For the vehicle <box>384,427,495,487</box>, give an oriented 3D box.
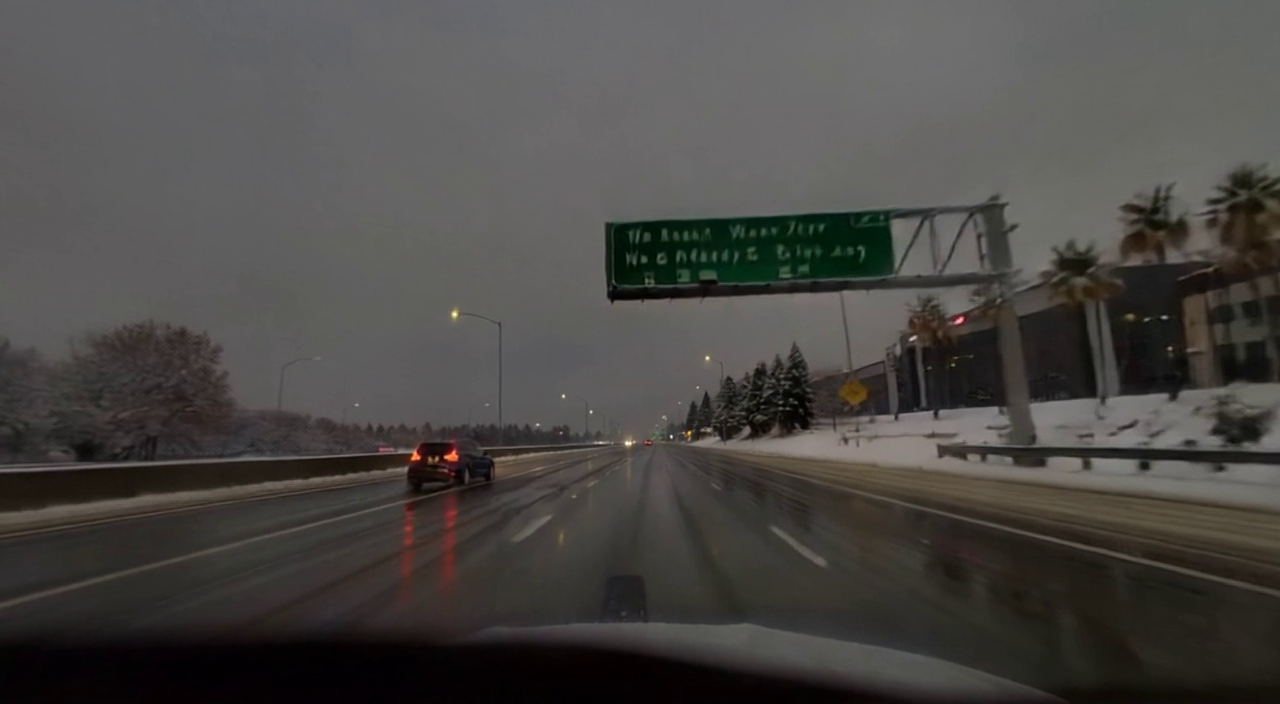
[{"bbox_3d":[-6.676,3.556,21.689,2.145,1.793,4.762,0,-8,1],"label":"vehicle"}]
